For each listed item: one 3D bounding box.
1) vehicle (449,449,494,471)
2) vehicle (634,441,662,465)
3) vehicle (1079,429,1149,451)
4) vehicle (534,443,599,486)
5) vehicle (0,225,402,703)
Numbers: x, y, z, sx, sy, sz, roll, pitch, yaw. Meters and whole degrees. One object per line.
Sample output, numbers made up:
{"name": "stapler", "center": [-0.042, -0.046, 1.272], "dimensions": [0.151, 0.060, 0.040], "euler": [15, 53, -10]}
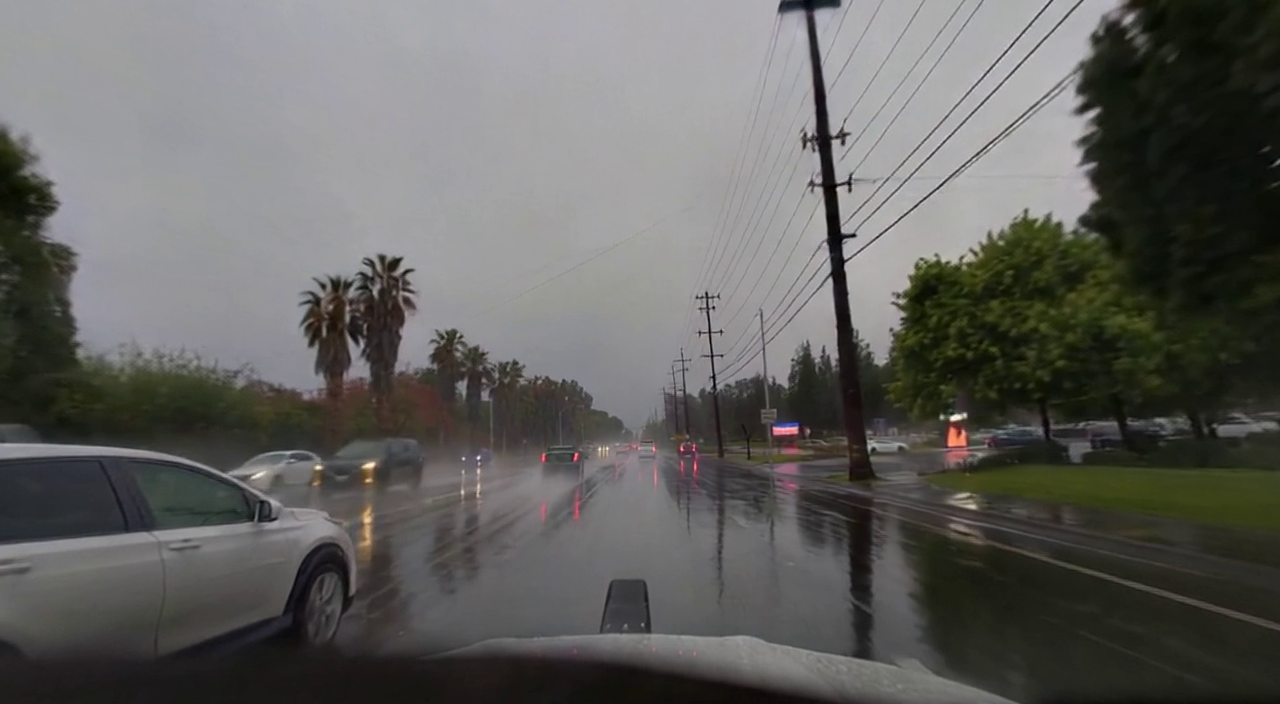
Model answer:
{"name": "vehicle", "center": [-12.376, 7.973, 46.612], "dimensions": [2.089, 1.489, 4.426], "euler": [0, -9, 1]}
{"name": "vehicle", "center": [0.610, 7.906, 49.624], "dimensions": [2.155, 1.781, 3.977], "euler": [0, -9, 0]}
{"name": "vehicle", "center": [34.208, 6.342, 45.463], "dimensions": [4.290, 1.547, 1.899], "euler": [3, -9, -21]}
{"name": "vehicle", "center": [-2.701, 4.246, 24.077], "dimensions": [1.982, 1.451, 4.152], "euler": [0, -9, 0]}
{"name": "vehicle", "center": [-3.041, 0.645, 1.926], "dimensions": [2.381, 1.961, 5.563], "euler": [0, -9, 1]}
